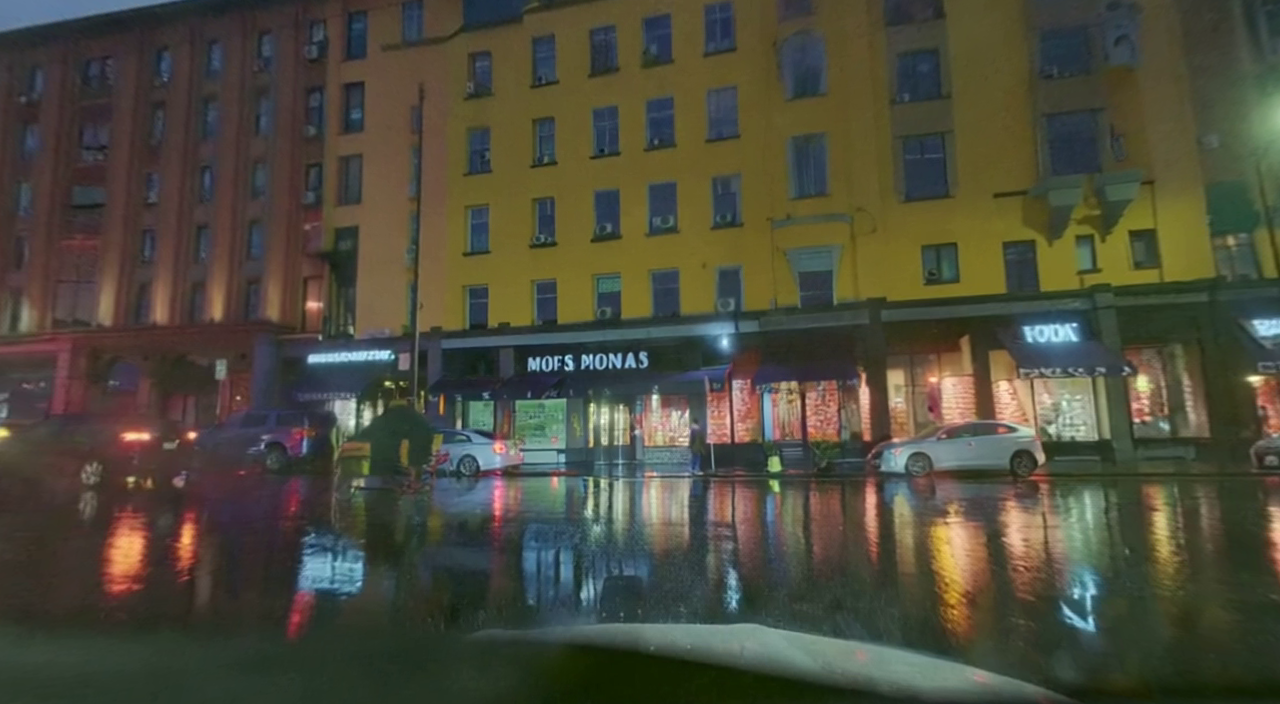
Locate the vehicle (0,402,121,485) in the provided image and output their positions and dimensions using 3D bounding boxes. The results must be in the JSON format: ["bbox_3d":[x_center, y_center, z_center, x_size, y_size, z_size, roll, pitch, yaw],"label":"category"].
[{"bbox_3d":[-13.922,1.912,13.113,4.597,1.544,2.158,-1,-9,7],"label":"vehicle"}]

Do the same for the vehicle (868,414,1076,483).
[{"bbox_3d":[8.625,2.563,16.770,4.410,1.687,1.834,-1,-9,5],"label":"vehicle"}]

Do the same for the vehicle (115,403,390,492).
[{"bbox_3d":[-7.258,1.817,11.985,4.330,1.458,1.932,-3,-9,16],"label":"vehicle"}]
